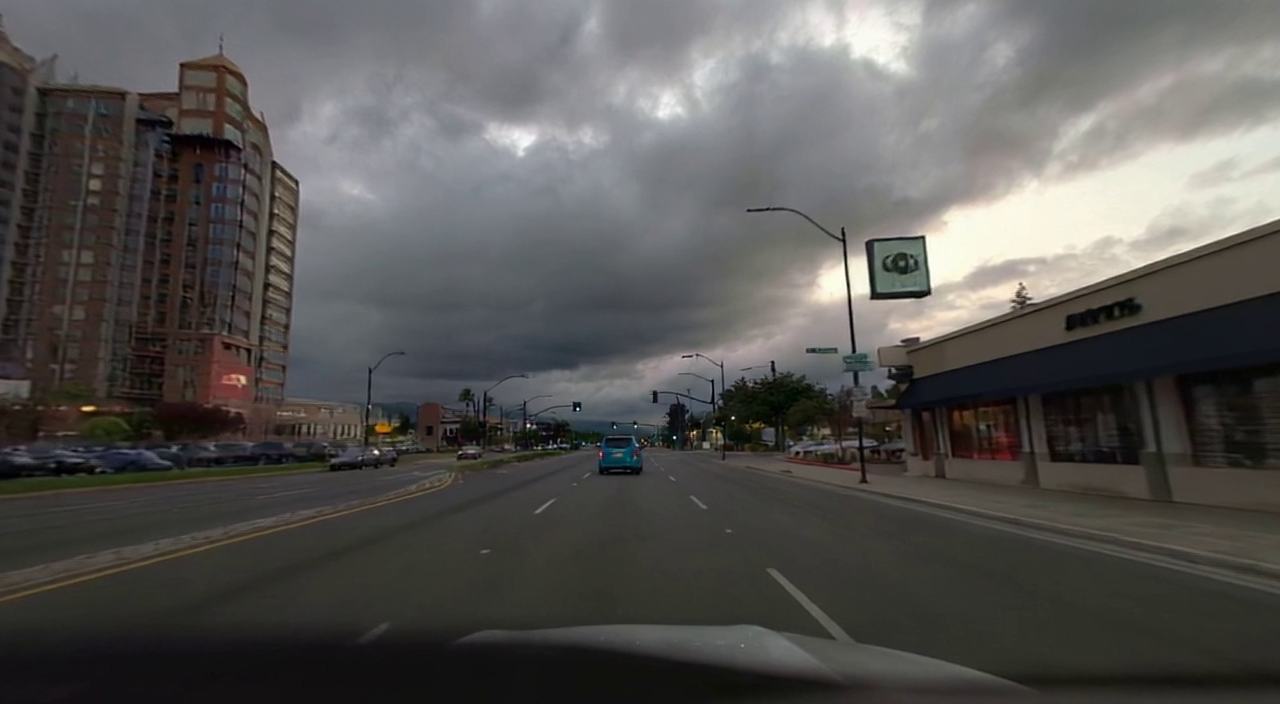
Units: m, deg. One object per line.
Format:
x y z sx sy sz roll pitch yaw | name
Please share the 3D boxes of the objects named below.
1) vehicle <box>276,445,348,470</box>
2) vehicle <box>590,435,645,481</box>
-25.432 8.184 48.872 4.513 1.705 1.891 -3 -8 1 | vehicle
-0.879 4.319 25.866 2.080 1.722 3.766 0 -8 -1 | vehicle
